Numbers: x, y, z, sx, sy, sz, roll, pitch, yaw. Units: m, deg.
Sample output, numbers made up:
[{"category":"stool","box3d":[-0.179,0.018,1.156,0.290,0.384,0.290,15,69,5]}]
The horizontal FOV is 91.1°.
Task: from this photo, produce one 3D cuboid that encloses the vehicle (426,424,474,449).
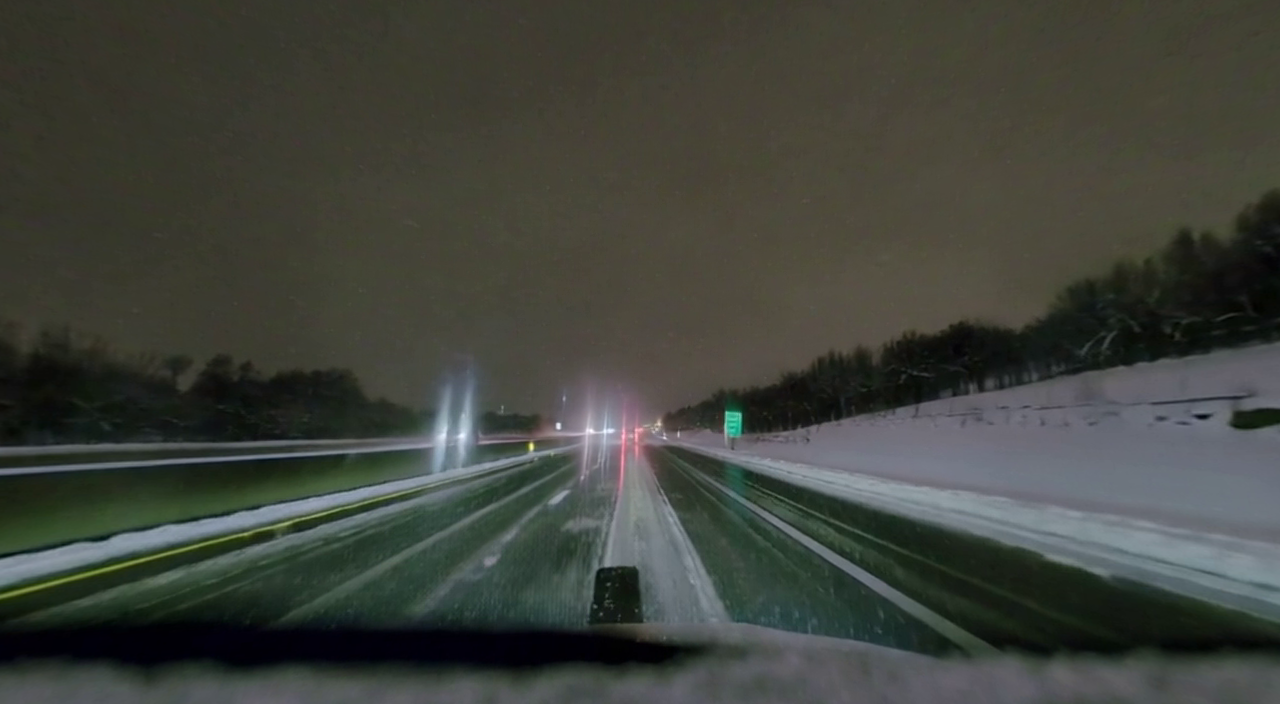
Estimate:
[{"category":"vehicle","box3d":[-13.308,5.958,44.234,1.906,1.617,4.606,0,-8,1]}]
